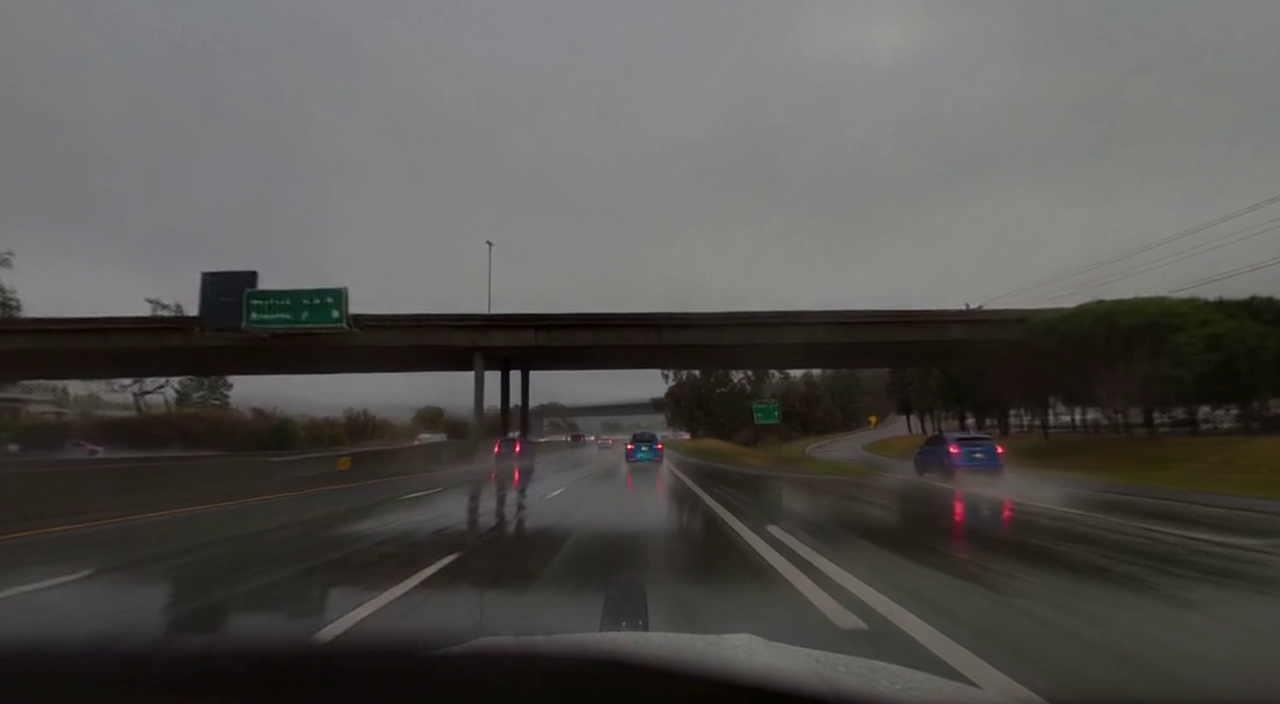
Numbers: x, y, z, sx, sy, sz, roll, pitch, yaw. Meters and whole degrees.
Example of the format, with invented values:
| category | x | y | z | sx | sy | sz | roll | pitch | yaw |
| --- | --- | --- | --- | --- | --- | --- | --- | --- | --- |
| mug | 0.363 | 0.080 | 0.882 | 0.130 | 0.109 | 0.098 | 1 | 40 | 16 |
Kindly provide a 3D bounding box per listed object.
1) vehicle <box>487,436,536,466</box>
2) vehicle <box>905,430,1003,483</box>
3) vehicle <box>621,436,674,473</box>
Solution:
| category | x | y | z | sx | sy | sz | roll | pitch | yaw |
| --- | --- | --- | --- | --- | --- | --- | --- | --- | --- |
| vehicle | -7.679 | 5.953 | 38.132 | 2.067 | 1.682 | 4.388 | 0 | -9 | 0 |
| vehicle | 12.021 | 4.010 | 24.510 | 2.095 | 1.674 | 4.530 | 3 | -8 | 8 |
| vehicle | 0.263 | 4.494 | 27.757 | 2.145 | 1.493 | 4.146 | 0 | -9 | -1 |
